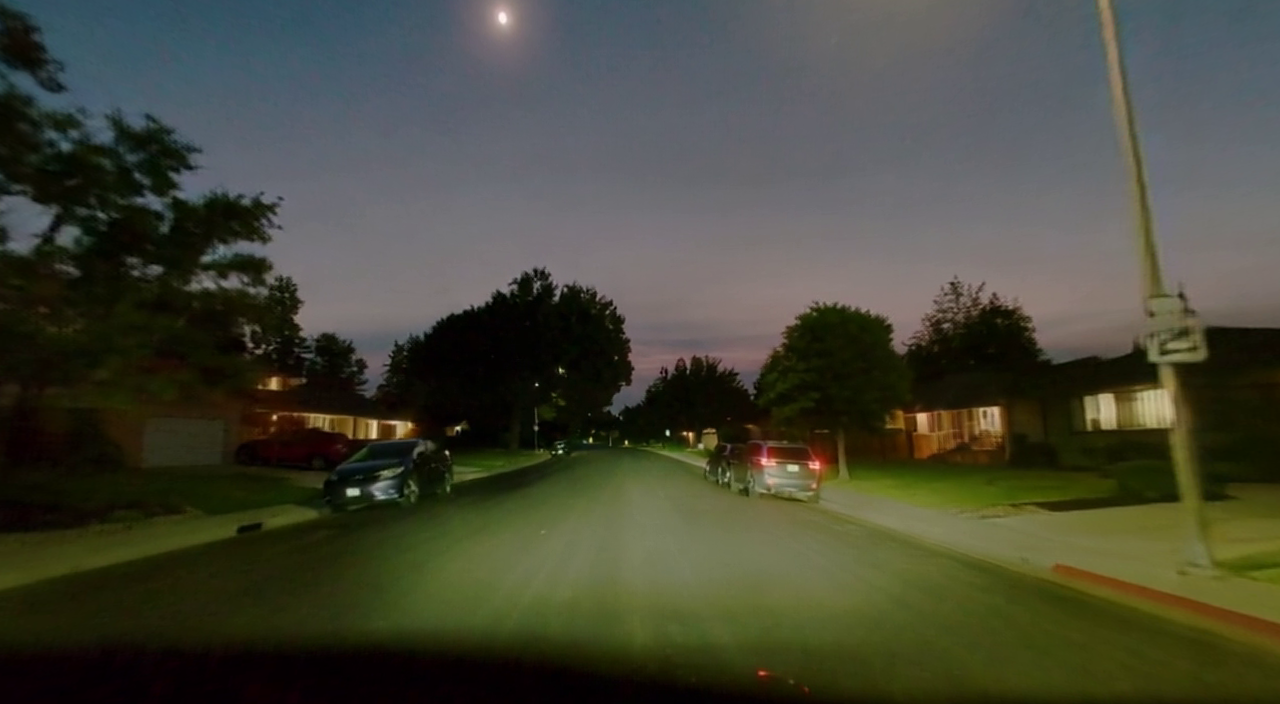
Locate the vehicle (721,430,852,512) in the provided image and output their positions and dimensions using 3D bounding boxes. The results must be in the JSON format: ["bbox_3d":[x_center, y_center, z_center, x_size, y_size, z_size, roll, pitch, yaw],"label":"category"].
[{"bbox_3d":[3.453,2.908,15.898,2.033,1.730,4.554,0,-9,-2],"label":"vehicle"}]

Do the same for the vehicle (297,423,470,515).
[{"bbox_3d":[-6.363,2.996,16.664,2.322,1.949,5.695,-1,-9,-2],"label":"vehicle"}]

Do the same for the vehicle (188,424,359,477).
[{"bbox_3d":[-13.568,3.673,23.639,5.024,1.903,2.102,0,-9,1],"label":"vehicle"}]
